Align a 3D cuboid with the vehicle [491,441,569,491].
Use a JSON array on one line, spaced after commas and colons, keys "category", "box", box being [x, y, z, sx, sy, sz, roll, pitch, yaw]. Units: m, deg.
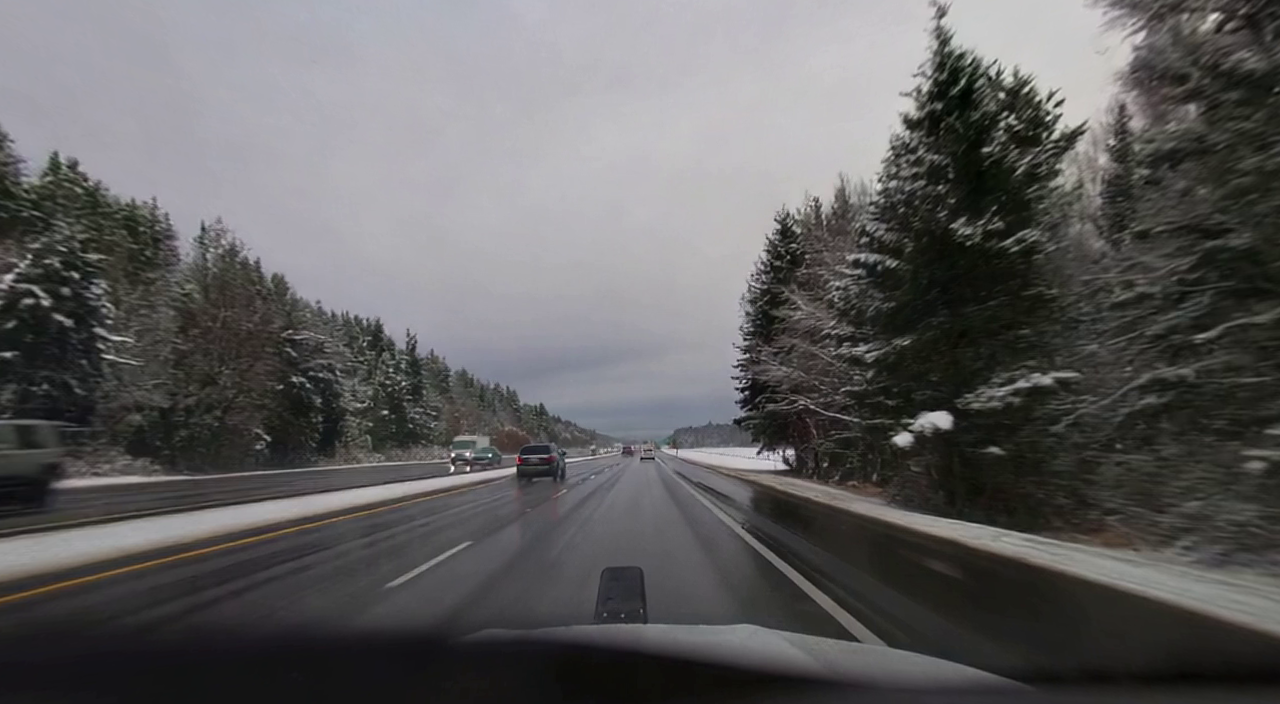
[{"category": "vehicle", "box": [-3.976, 4.200, 23.583, 2.095, 1.664, 4.305, 0, -9, 1]}]
